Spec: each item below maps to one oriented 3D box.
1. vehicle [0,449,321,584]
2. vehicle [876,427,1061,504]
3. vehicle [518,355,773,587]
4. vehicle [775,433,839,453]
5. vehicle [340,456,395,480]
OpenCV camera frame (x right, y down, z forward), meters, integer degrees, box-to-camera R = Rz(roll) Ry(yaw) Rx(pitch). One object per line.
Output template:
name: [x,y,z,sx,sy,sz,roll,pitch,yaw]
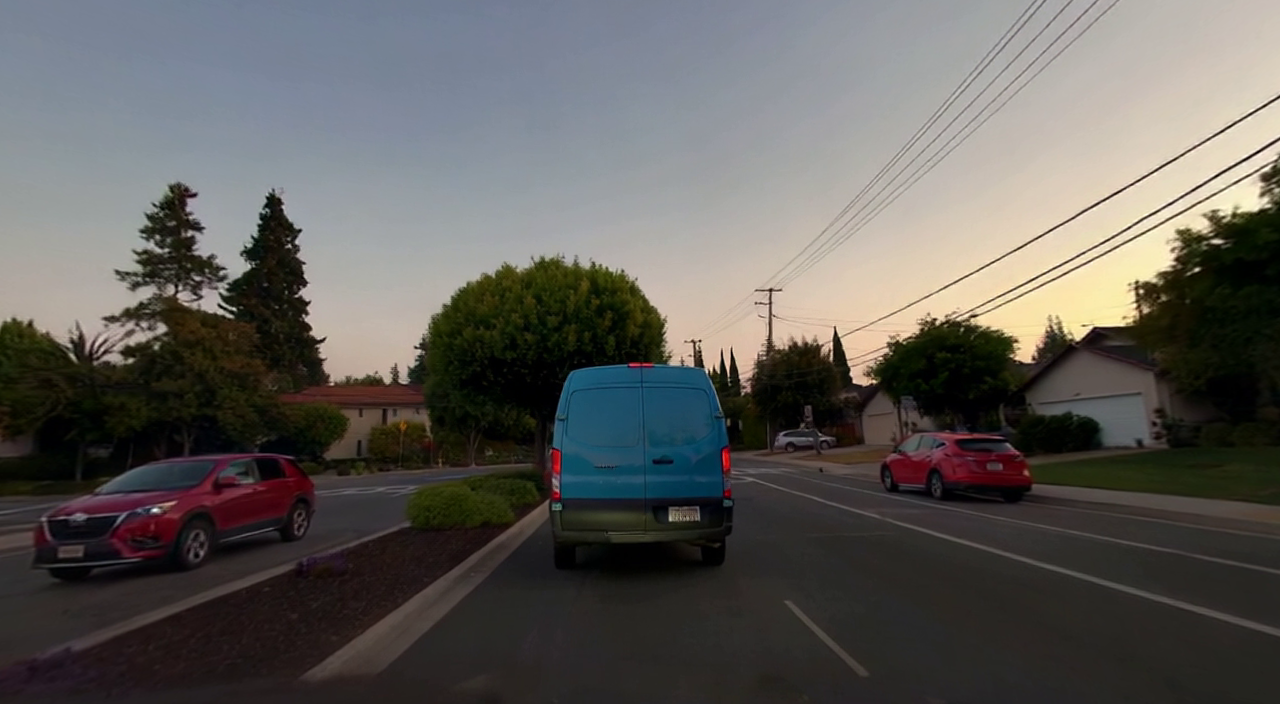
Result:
vehicle: [-7.490,2.508,10.615,1.997,1.724,4.417,0,-9,-1]
vehicle: [7.350,2.570,14.726,1.883,1.504,4.220,0,-9,-2]
vehicle: [0.057,1.451,8.342,2.342,2.142,4.809,0,-9,0]
vehicle: [13.152,7.186,49.815,4.483,1.463,1.805,0,-8,-1]
vehicle: [-18.335,7.807,42.721,1.816,1.445,4.120,0,-9,0]
